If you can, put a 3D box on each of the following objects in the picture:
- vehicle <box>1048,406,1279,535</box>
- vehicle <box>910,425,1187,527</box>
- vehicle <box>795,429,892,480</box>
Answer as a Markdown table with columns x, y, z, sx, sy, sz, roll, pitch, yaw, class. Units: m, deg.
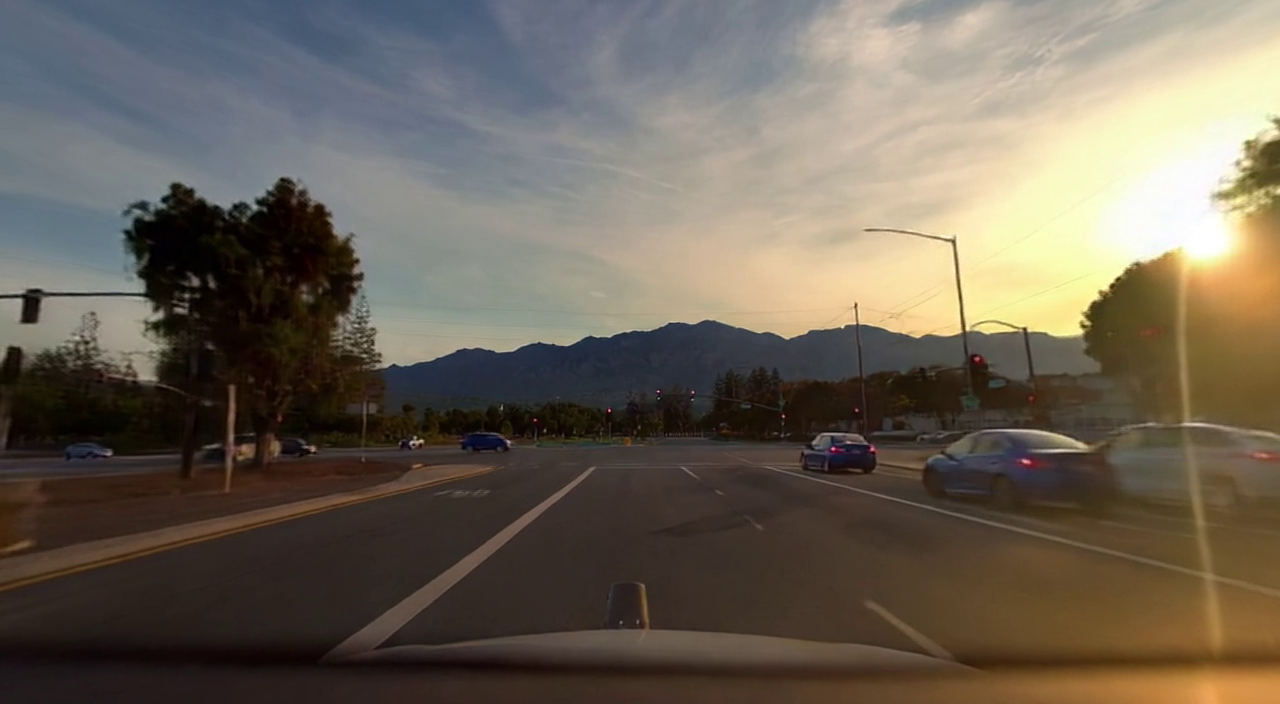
| x | y | z | sx | sy | sz | roll | pitch | yaw | class |
| --- | --- | --- | --- | --- | --- | --- | --- | --- | --- |
| 9.663 | 1.981 | 11.084 | 1.977 | 1.773 | 4.646 | 0 | -8 | 2 | vehicle |
| 6.978 | 2.155 | 11.599 | 1.990 | 1.480 | 4.624 | 0 | -8 | 0 | vehicle |
| 6.978 | 3.560 | 22.228 | 1.899 | 1.570 | 4.666 | 0 | -8 | 0 | vehicle |
